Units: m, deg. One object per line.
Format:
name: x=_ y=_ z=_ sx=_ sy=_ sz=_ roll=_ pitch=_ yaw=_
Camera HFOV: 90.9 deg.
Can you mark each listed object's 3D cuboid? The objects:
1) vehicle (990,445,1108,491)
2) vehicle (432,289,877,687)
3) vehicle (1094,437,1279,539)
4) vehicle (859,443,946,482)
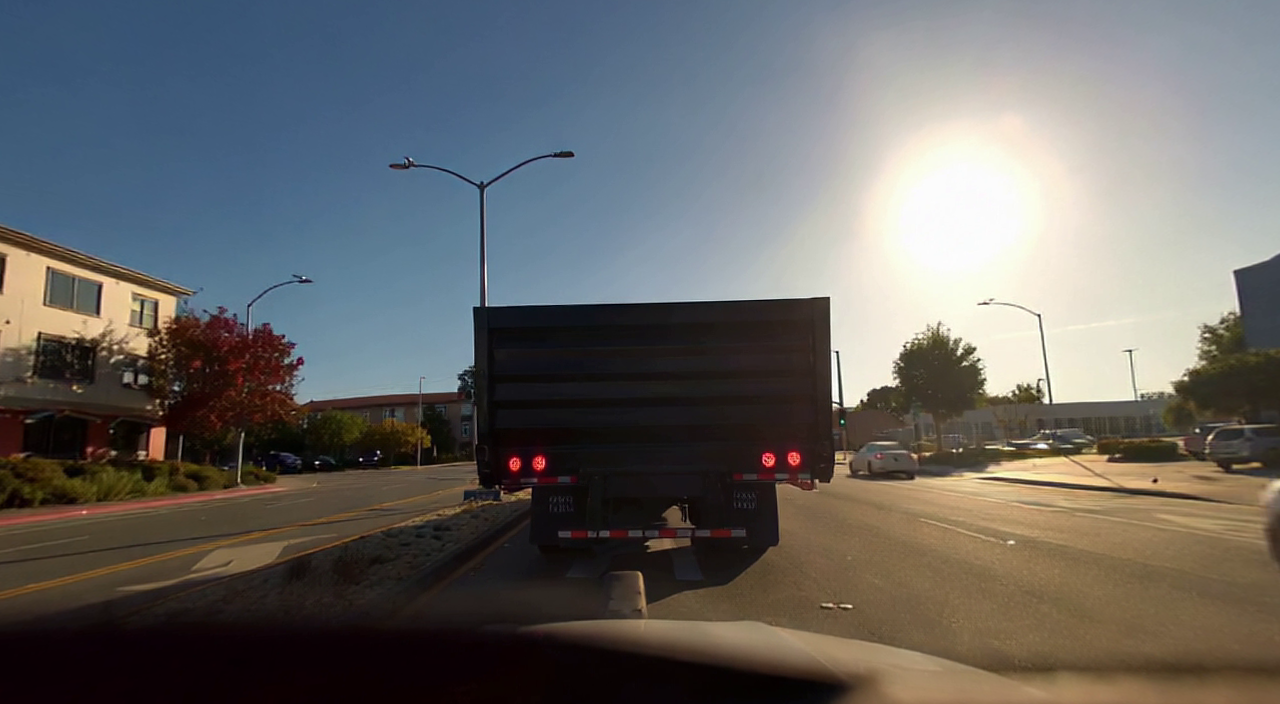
vehicle: x=14.273 y=4.024 z=22.256 sx=1.702 sy=1.475 sz=3.670 roll=-1 pitch=-8 yaw=1
vehicle: x=0.231 y=1.302 z=7.389 sx=2.650 sy=2.391 sz=7.008 roll=-1 pitch=-8 yaw=3
vehicle: x=10.365 y=2.170 z=10.540 sx=2.071 sy=1.477 sz=4.726 roll=-1 pitch=-8 yaw=1
vehicle: x=10.817 y=4.563 z=26.290 sx=1.907 sy=1.465 sz=4.077 roll=-1 pitch=-8 yaw=1
